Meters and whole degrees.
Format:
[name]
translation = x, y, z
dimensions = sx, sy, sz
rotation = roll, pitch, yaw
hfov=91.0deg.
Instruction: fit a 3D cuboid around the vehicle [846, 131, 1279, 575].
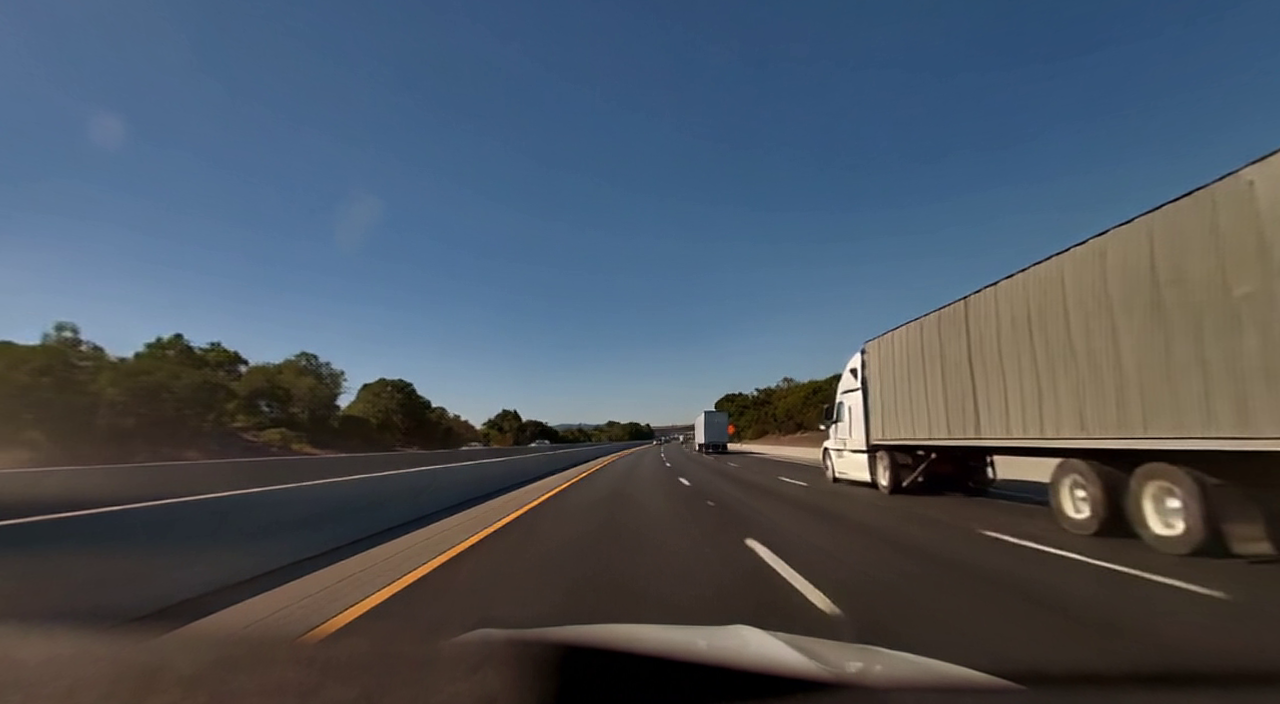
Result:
[vehicle]
translation = 7.374, 0.725, 10.862
dimensions = 2.885, 4.075, 13.981
rotation = 0, -8, 0
